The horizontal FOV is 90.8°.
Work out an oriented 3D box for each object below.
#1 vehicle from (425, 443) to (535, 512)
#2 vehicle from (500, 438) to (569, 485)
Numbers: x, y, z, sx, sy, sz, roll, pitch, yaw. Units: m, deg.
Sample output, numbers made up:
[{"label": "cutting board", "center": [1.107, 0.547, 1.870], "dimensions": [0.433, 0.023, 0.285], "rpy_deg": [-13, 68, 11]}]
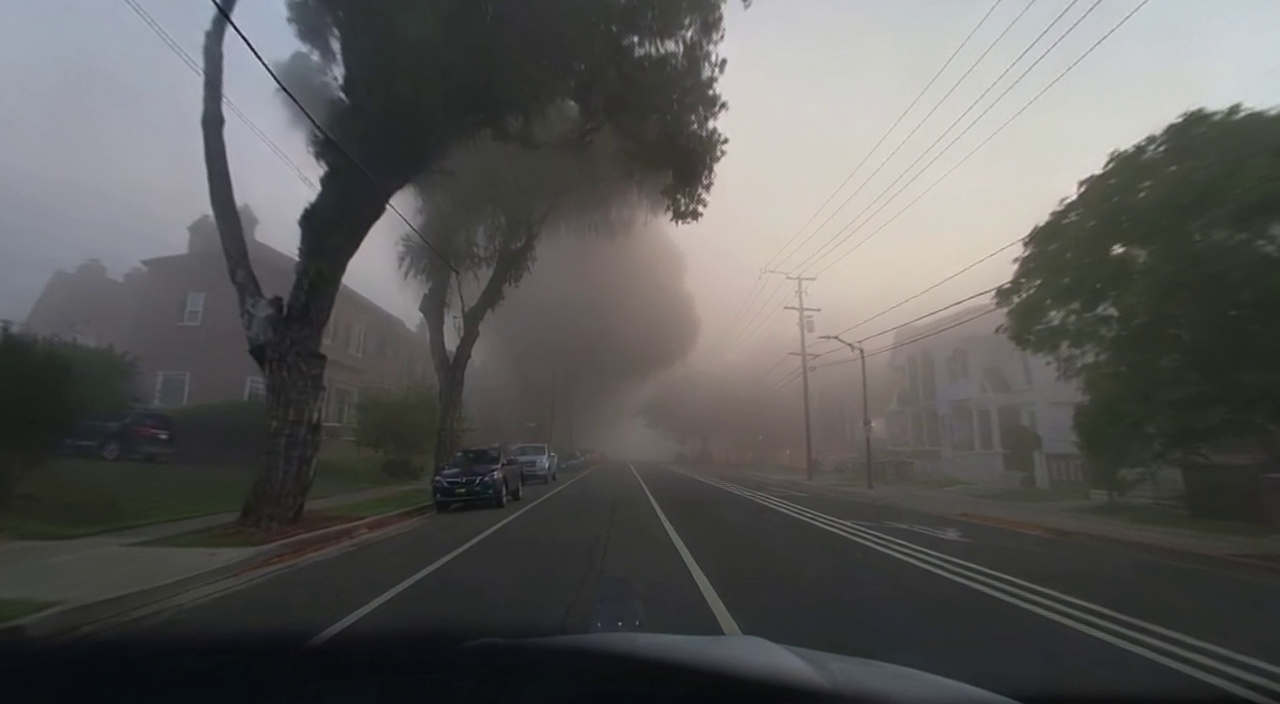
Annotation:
[{"label": "vehicle", "center": [-4.039, 3.216, 16.769], "dimensions": [1.825, 1.542, 4.715], "rpy_deg": [0, -9, -2]}, {"label": "vehicle", "center": [-4.637, 4.933, 28.698], "dimensions": [2.189, 1.887, 5.616], "rpy_deg": [0, -9, -1]}]
